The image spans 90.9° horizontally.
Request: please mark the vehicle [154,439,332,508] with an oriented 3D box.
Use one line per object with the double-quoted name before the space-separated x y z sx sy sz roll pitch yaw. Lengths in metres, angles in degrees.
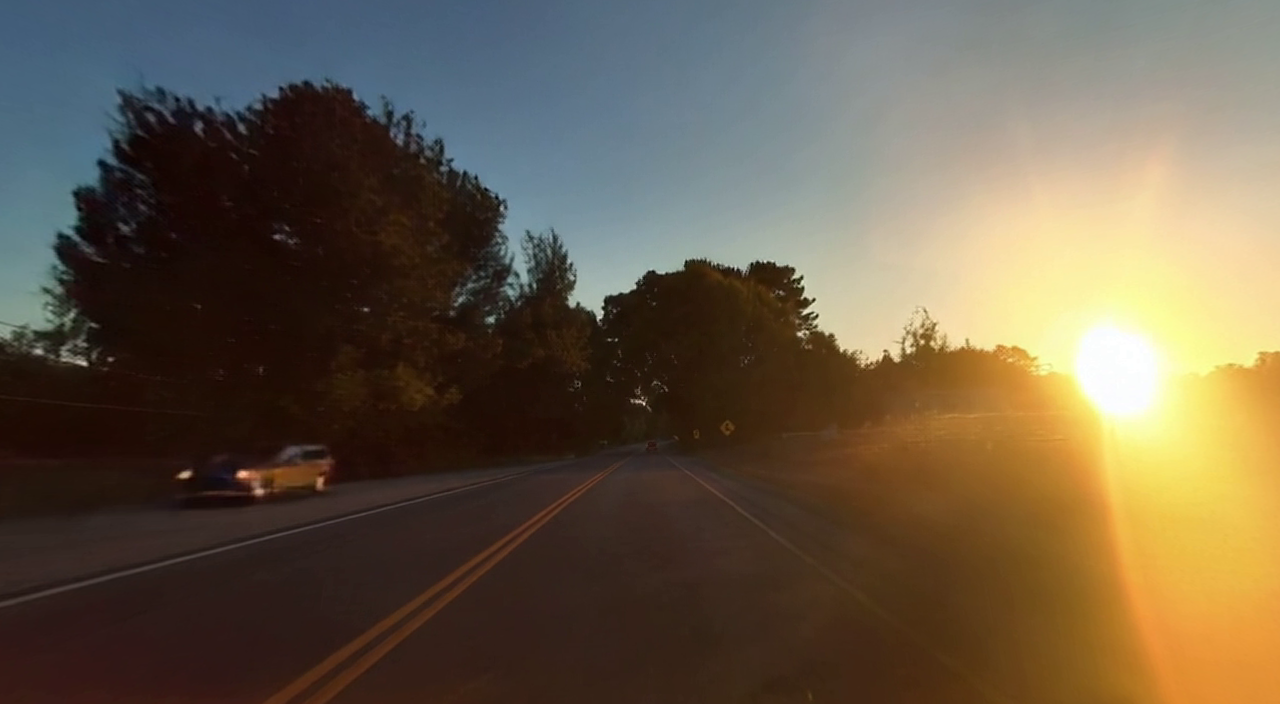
"vehicle" -10.779 3.290 17.612 1.953 1.670 4.511 0 -8 1
